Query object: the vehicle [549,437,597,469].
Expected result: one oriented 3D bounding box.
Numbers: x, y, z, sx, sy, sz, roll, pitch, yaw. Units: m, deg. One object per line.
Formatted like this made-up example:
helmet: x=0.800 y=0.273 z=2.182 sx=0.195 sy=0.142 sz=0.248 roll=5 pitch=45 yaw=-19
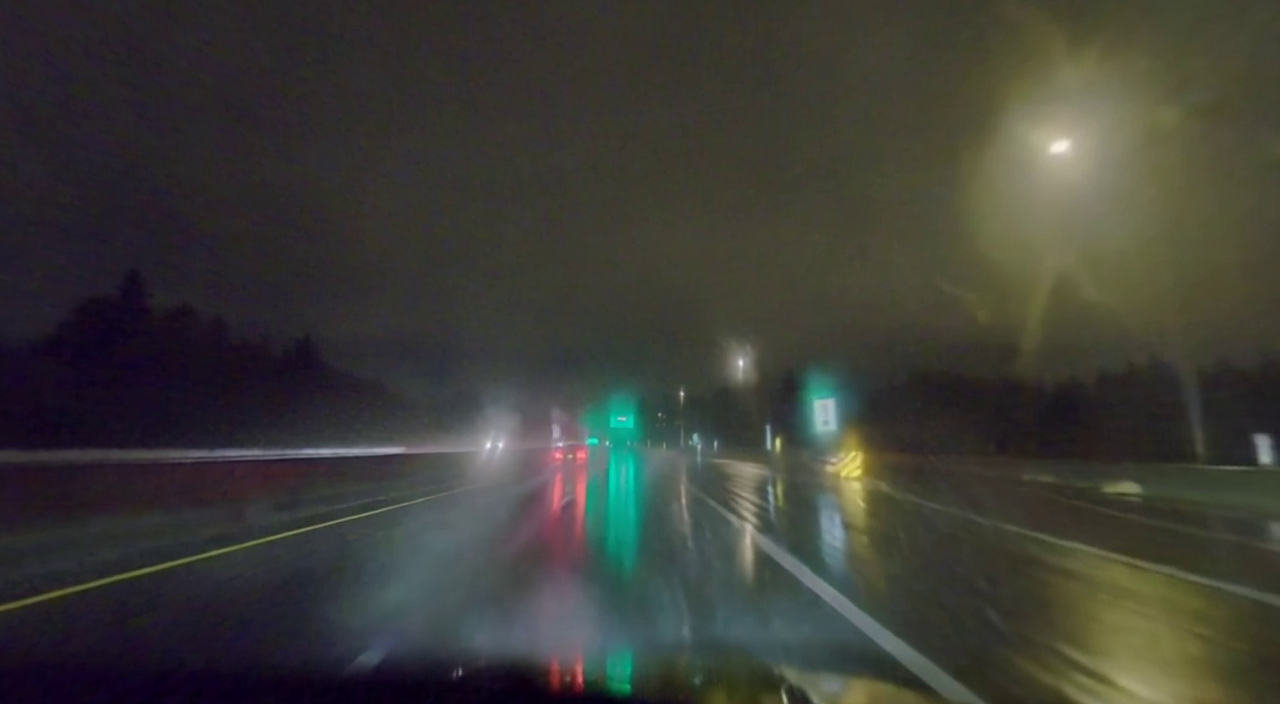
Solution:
vehicle: x=-3.620 y=5.586 z=34.929 sx=2.160 sy=1.608 sz=5.012 roll=0 pitch=-8 yaw=0
